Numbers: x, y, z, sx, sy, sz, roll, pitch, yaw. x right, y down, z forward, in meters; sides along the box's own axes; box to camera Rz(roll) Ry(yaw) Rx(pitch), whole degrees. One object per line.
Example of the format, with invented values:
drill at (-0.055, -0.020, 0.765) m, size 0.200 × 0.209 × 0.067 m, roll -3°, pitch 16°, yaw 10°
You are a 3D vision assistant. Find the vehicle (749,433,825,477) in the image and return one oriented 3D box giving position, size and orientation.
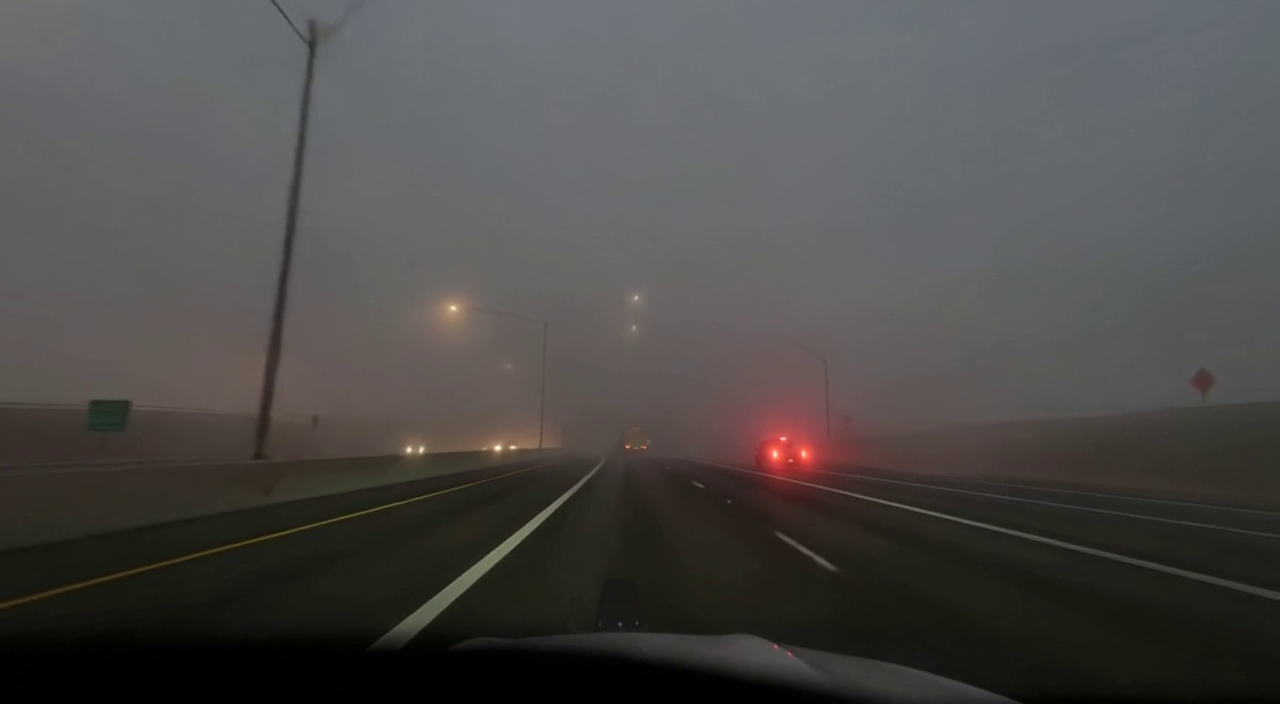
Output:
vehicle at (6.300, 4.483, 27.694) m, size 2.104 × 1.723 × 4.538 m, roll 0°, pitch -8°, yaw -2°
